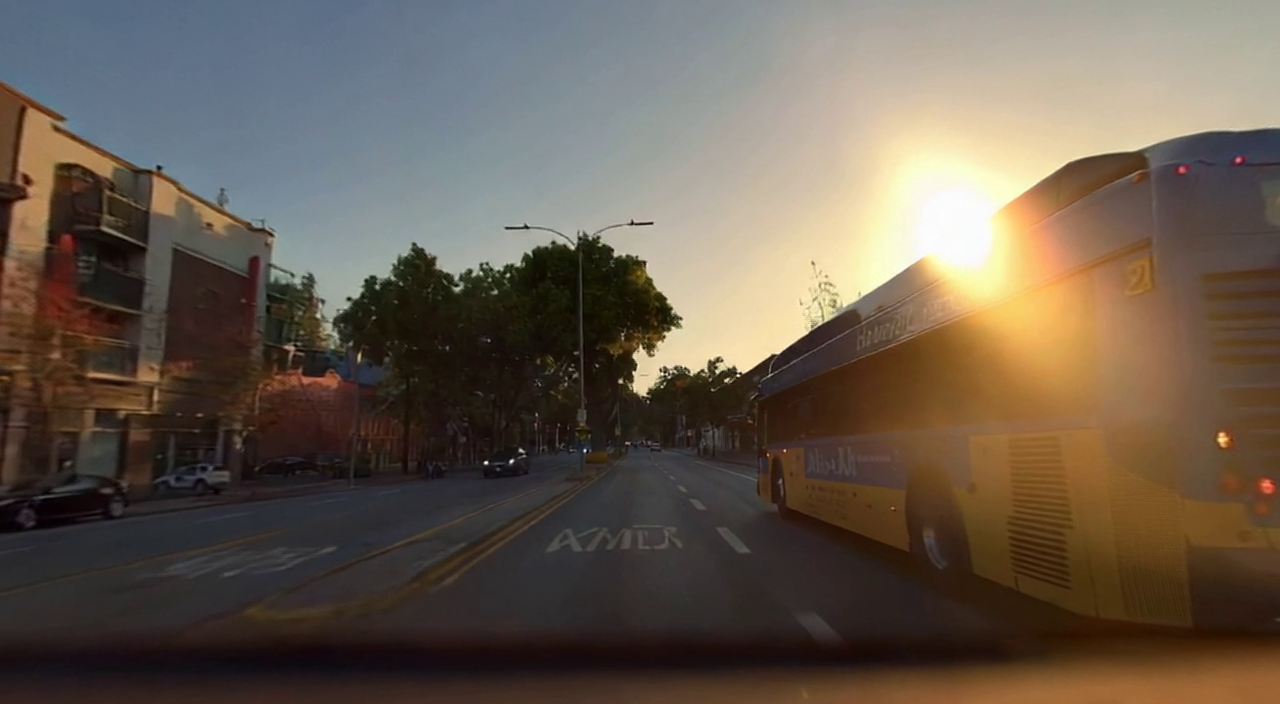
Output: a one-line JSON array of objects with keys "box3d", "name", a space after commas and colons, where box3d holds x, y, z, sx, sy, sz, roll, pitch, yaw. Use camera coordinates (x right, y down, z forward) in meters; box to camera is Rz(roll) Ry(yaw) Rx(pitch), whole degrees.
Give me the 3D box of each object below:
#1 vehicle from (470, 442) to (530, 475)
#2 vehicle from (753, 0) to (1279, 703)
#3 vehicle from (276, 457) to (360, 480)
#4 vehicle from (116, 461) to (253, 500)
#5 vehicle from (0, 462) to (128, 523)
[{"box3d": [-8.462, 6.478, 38.870, 2.315, 1.841, 5.648, 0, -8, 1], "name": "vehicle"}, {"box3d": [3.980, 0.548, 6.304, 3.194, 3.345, 12.428, 0, -8, -1], "name": "vehicle"}, {"box3d": [-21.966, 7.963, 43.246, 4.708, 1.488, 1.868, 0, -8, -1], "name": "vehicle"}, {"box3d": [-19.507, 5.488, 27.186, 4.409, 1.508, 1.803, 0, -8, -3], "name": "vehicle"}, {"box3d": [-18.265, 4.153, 18.878, 4.192, 1.606, 1.922, 0, -8, 0], "name": "vehicle"}]
